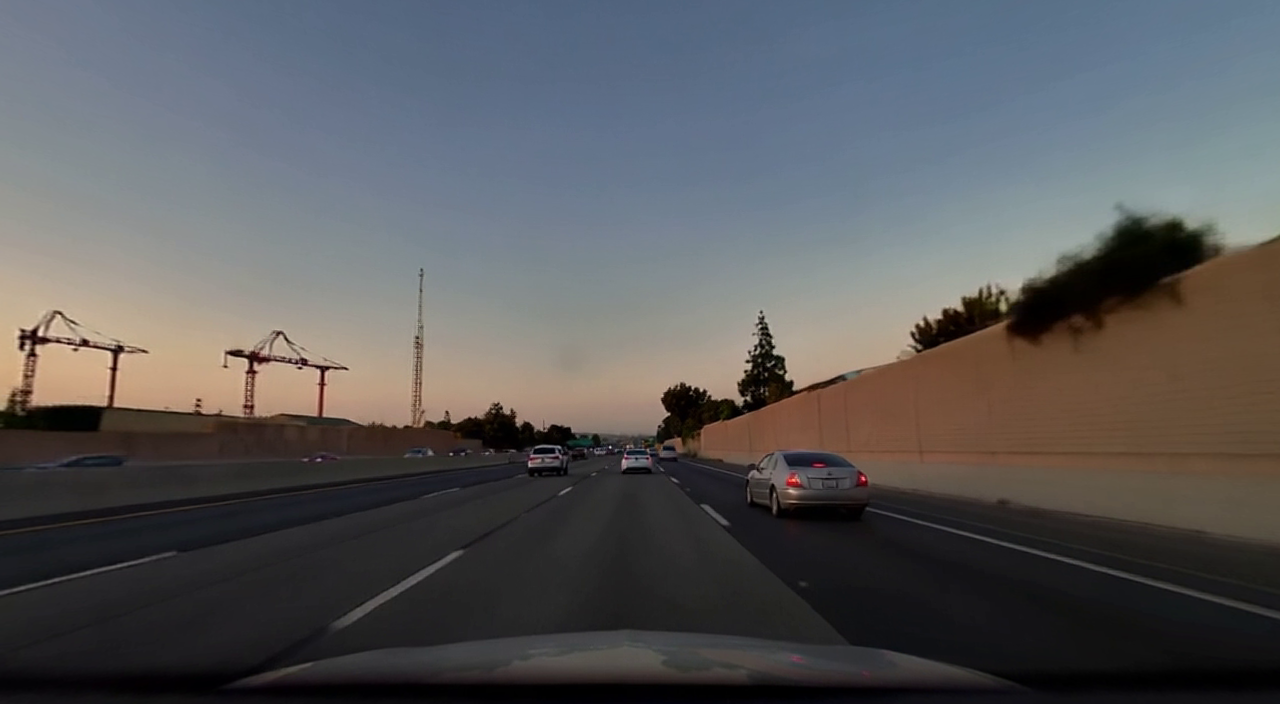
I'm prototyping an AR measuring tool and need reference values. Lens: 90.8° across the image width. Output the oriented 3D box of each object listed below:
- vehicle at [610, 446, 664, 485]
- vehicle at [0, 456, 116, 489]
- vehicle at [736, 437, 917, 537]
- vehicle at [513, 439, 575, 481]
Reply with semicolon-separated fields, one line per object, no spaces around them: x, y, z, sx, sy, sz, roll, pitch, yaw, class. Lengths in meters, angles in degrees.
-0.130;4.607;26.036;2.045;1.452;4.040;0;-9;-1;vehicle
-29.171;5.968;31.698;1.792;1.455;4.579;0;-9;0;vehicle
3.211;2.408;12.006;1.917;1.507;4.540;0;-9;-2;vehicle
-4.320;4.908;29.054;2.121;1.775;4.335;0;-9;1;vehicle
